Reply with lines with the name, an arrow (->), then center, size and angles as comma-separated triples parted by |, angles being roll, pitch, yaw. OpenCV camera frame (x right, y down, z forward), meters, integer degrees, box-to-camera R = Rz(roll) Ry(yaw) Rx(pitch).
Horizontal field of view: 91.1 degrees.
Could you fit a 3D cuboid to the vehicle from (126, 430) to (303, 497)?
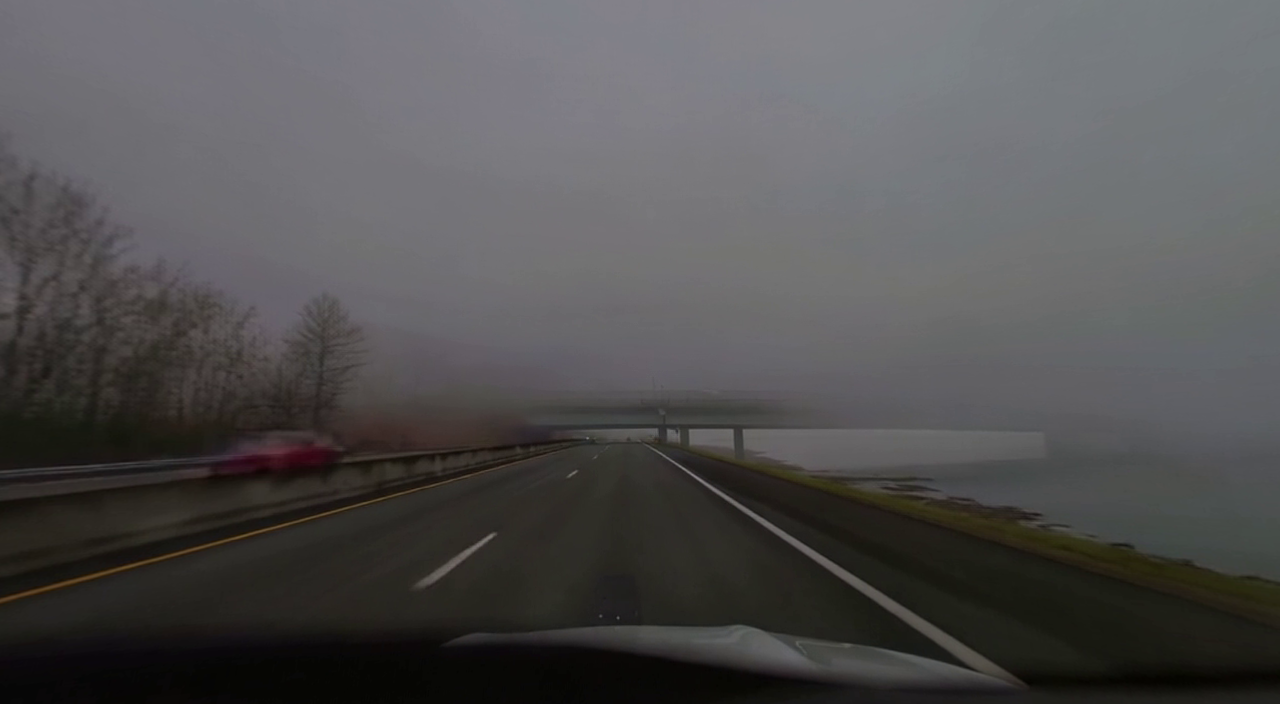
vehicle -> -11.091, 2.891, 16.845 | 1.873, 1.543, 4.139 | 0, -8, -1
